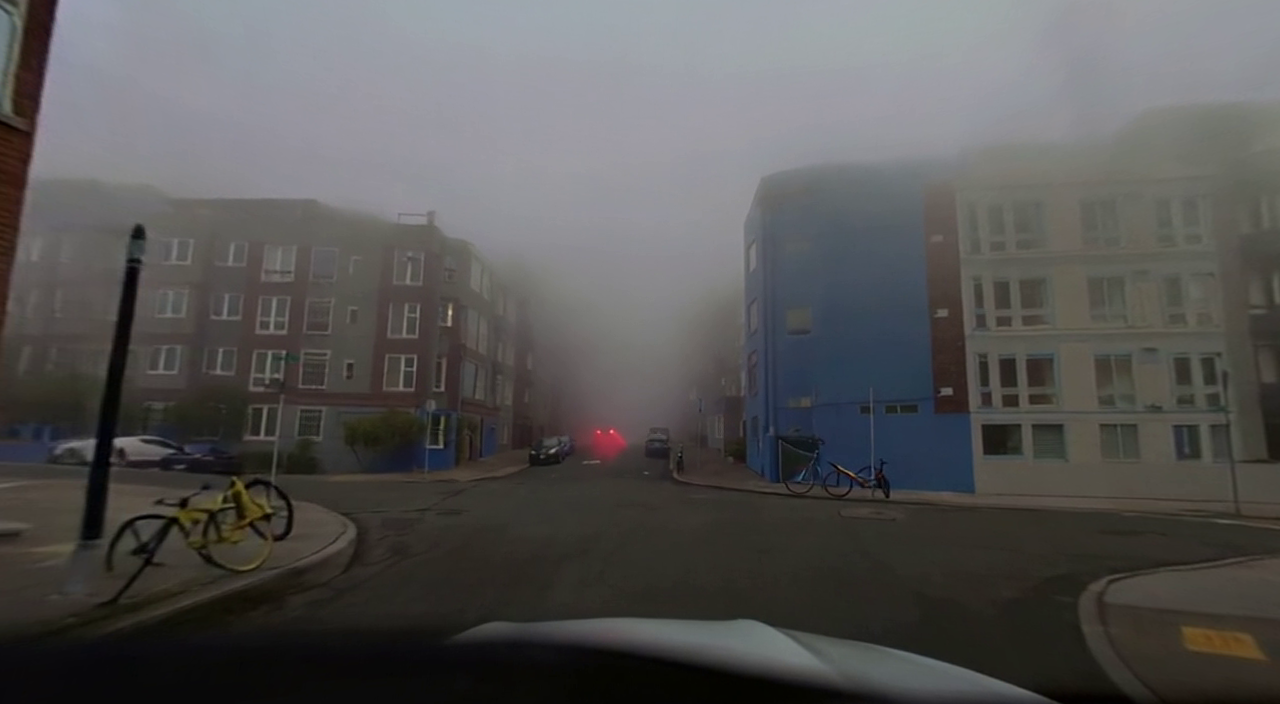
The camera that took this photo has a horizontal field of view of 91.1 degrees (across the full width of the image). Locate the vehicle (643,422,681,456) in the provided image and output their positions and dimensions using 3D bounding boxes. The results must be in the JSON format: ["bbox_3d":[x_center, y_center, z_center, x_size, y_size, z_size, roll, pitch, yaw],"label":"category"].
[{"bbox_3d":[1.359,5.646,40.894,2.072,2.074,4.358,1,-8,-3],"label":"vehicle"}]

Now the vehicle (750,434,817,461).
[{"bbox_3d":[8.150,5.450,35.885,3.404,1.431,1.641,1,-8,-1],"label":"vehicle"}]

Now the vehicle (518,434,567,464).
[{"bbox_3d":[-4.839,4.864,31.690,1.897,1.431,3.741,0,-8,0],"label":"vehicle"}]
